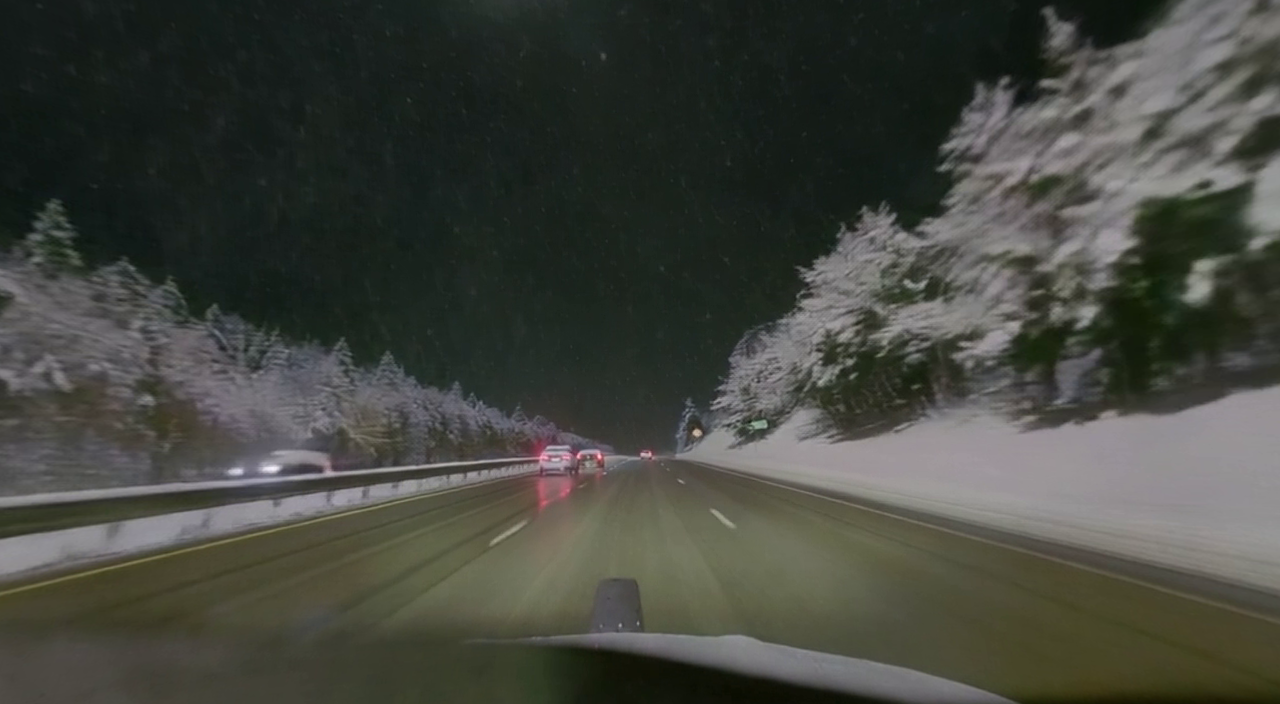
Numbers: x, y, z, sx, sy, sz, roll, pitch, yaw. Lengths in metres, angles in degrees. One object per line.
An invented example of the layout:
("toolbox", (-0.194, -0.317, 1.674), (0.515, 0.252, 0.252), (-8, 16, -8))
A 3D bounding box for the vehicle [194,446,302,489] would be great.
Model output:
("vehicle", (-17.095, 5.037, 27.808), (2.020, 1.743, 4.226), (0, -9, 0))

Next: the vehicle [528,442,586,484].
("vehicle", (-3.383, 4.615, 26.465), (1.846, 1.600, 4.108), (0, -9, 1))
